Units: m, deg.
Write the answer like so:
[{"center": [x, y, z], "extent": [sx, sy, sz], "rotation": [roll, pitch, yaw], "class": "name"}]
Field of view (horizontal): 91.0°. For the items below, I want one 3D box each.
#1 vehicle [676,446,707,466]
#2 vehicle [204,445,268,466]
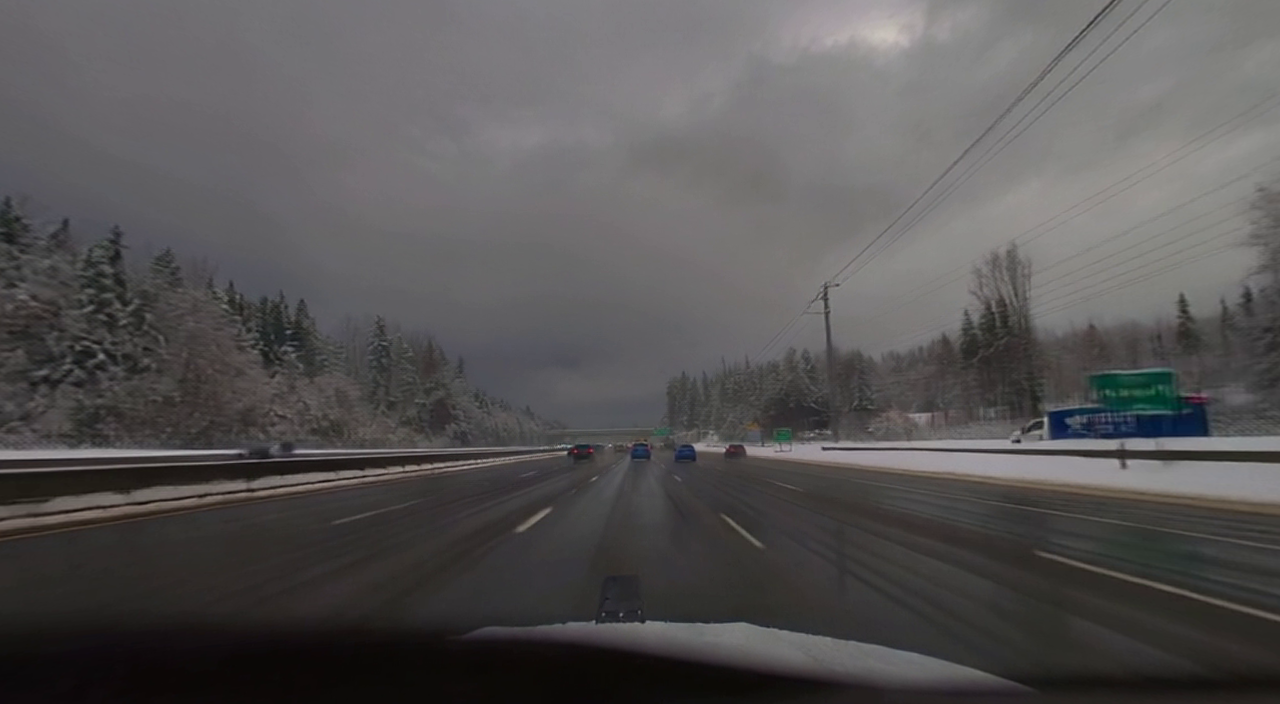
[{"center": [3.944, 8.053, 48.941], "extent": [2.076, 1.506, 4.050], "rotation": [0, -9, 1], "class": "vehicle"}, {"center": [-31.852, 8.174, 49.759], "extent": [1.911, 1.528, 4.634], "rotation": [0, -9, 1], "class": "vehicle"}]
